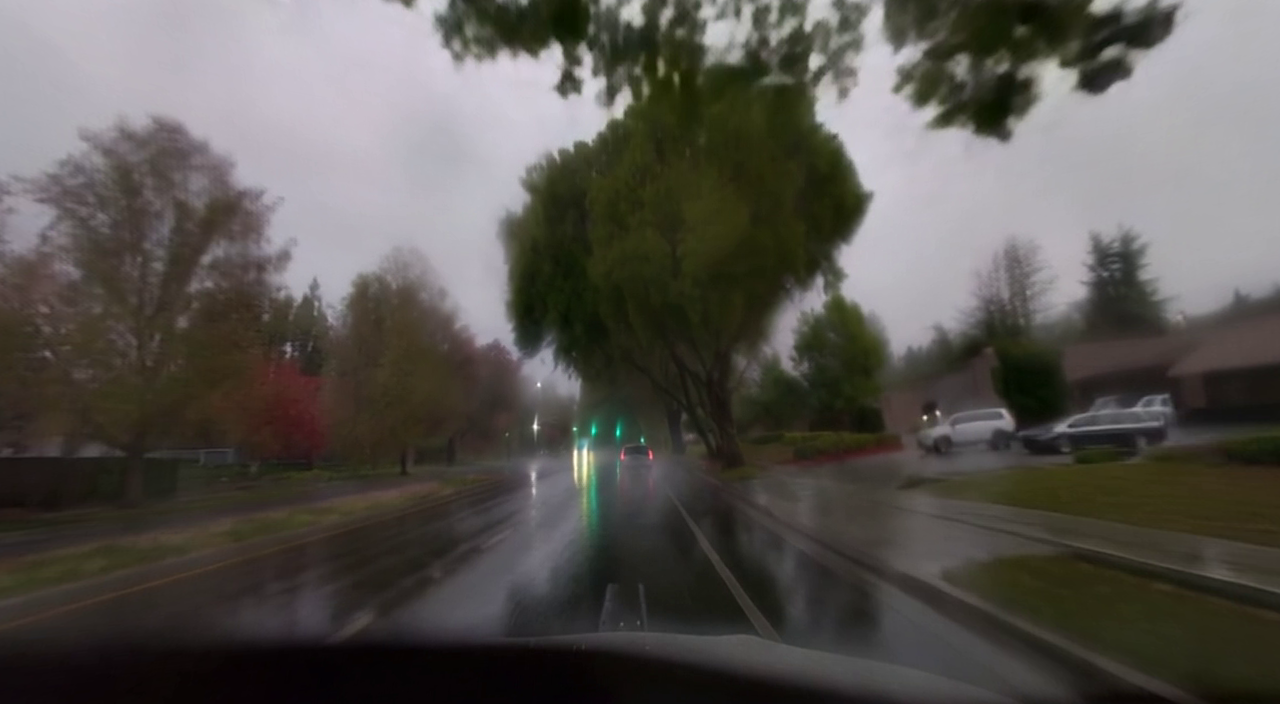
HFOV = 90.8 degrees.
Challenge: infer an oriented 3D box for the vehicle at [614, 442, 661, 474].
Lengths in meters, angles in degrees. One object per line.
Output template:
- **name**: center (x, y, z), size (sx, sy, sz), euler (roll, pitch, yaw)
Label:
- **vehicle**: center (-0.059, 5.227, 31.421), size (2.111, 1.466, 4.223), euler (-1, -8, 2)
